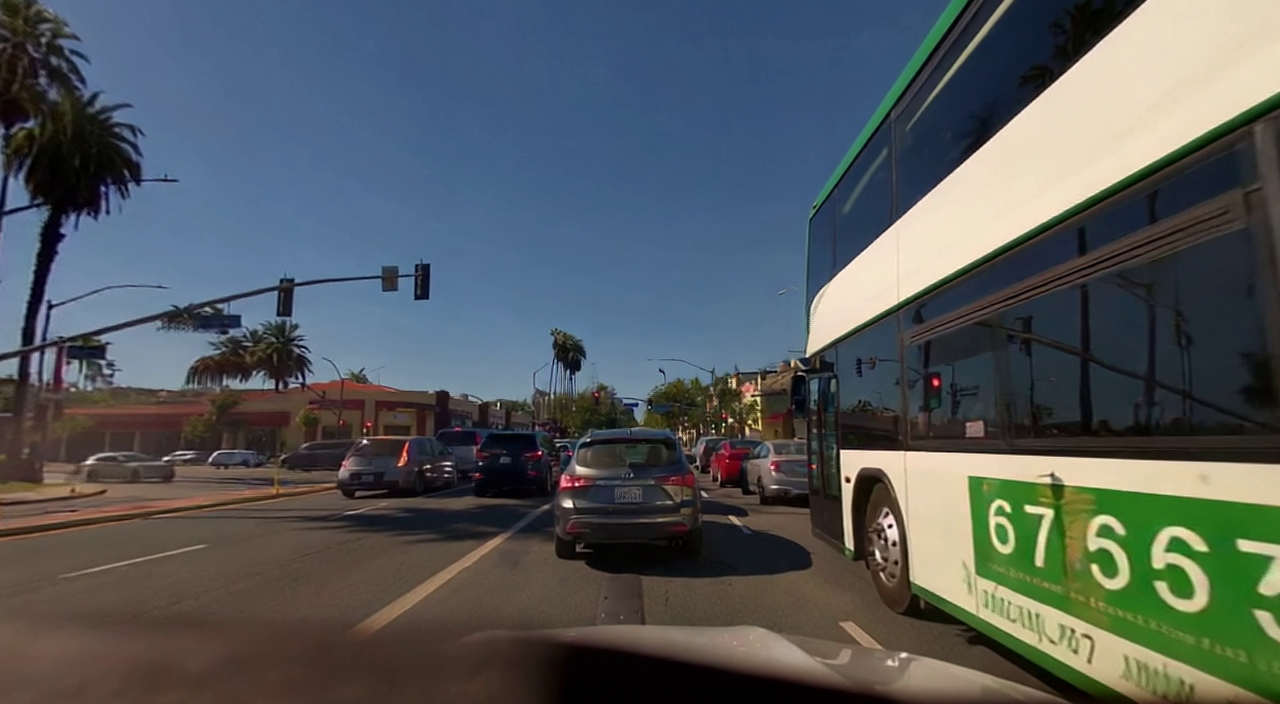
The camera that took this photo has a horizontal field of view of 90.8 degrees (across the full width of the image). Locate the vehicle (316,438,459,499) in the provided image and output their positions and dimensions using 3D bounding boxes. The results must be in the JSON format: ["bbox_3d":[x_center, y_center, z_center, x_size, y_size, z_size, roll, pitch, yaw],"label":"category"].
[{"bbox_3d":[-6.914,3.228,17.987,1.927,1.480,4.832,0,-9,2],"label":"vehicle"}]

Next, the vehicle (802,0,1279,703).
[{"bbox_3d":[3.548,-0.439,1.181,2.970,4.015,13.606,0,-9,0],"label":"vehicle"}]

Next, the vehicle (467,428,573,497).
[{"bbox_3d":[-3.267,3.123,18.131,2.020,1.721,4.366,-1,-9,2],"label":"vehicle"}]

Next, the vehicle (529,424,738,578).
[{"bbox_3d":[-0.079,1.769,8.234,2.060,1.499,3.831,0,-9,0],"label":"vehicle"}]

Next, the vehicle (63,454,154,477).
[{"bbox_3d":[-37.829,8.077,45.066,4.630,1.473,1.837,1,-9,-7],"label":"vehicle"}]

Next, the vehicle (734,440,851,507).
[{"bbox_3d":[3.690,3.014,16.143,1.989,1.467,4.364,0,-9,1],"label":"vehicle"}]
